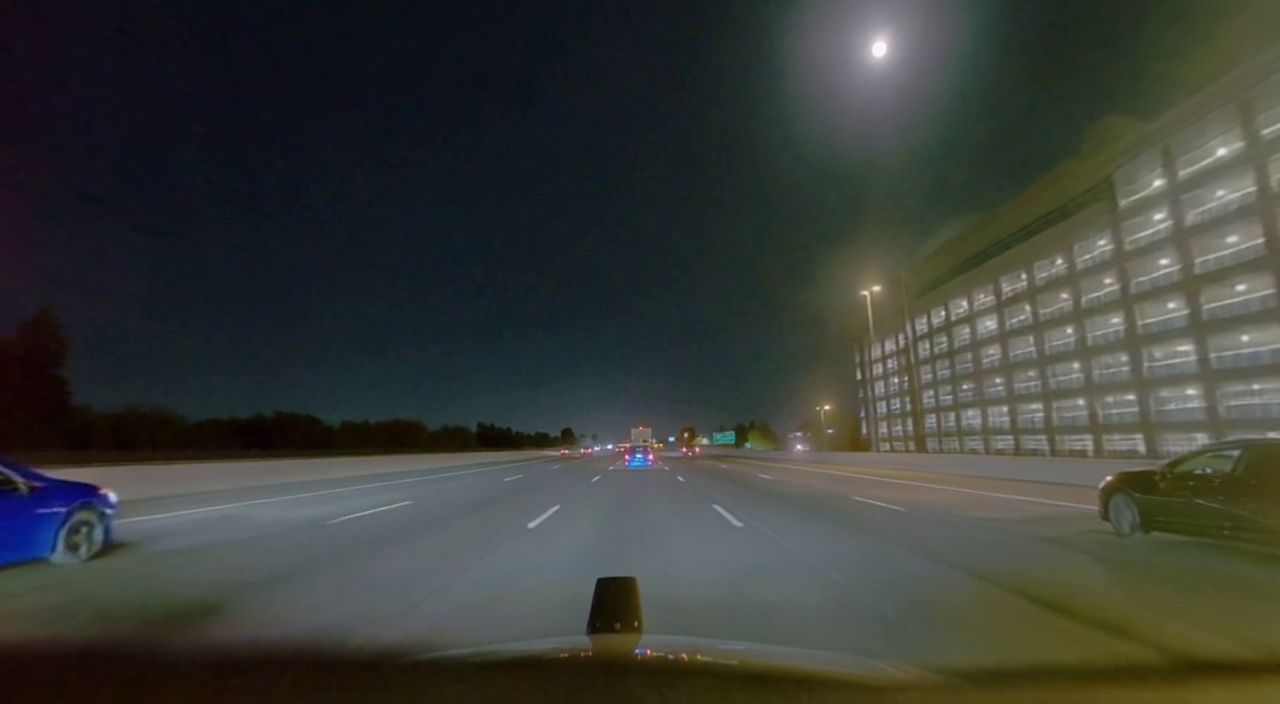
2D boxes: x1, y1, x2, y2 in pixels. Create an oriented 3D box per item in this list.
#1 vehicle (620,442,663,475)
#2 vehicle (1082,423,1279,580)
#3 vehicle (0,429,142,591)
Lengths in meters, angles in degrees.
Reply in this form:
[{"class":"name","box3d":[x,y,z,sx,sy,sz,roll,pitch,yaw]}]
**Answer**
[{"class":"vehicle","box3d":[0.084,5.261,31.438,2.036,1.542,3.891,0,-8,0]},{"class":"vehicle","box3d":[7.133,1.478,6.310,1.937,1.498,4.710,0,-8,-1]},{"class":"vehicle","box3d":[-6.873,1.372,5.223,1.978,1.477,4.239,0,-8,0]}]
